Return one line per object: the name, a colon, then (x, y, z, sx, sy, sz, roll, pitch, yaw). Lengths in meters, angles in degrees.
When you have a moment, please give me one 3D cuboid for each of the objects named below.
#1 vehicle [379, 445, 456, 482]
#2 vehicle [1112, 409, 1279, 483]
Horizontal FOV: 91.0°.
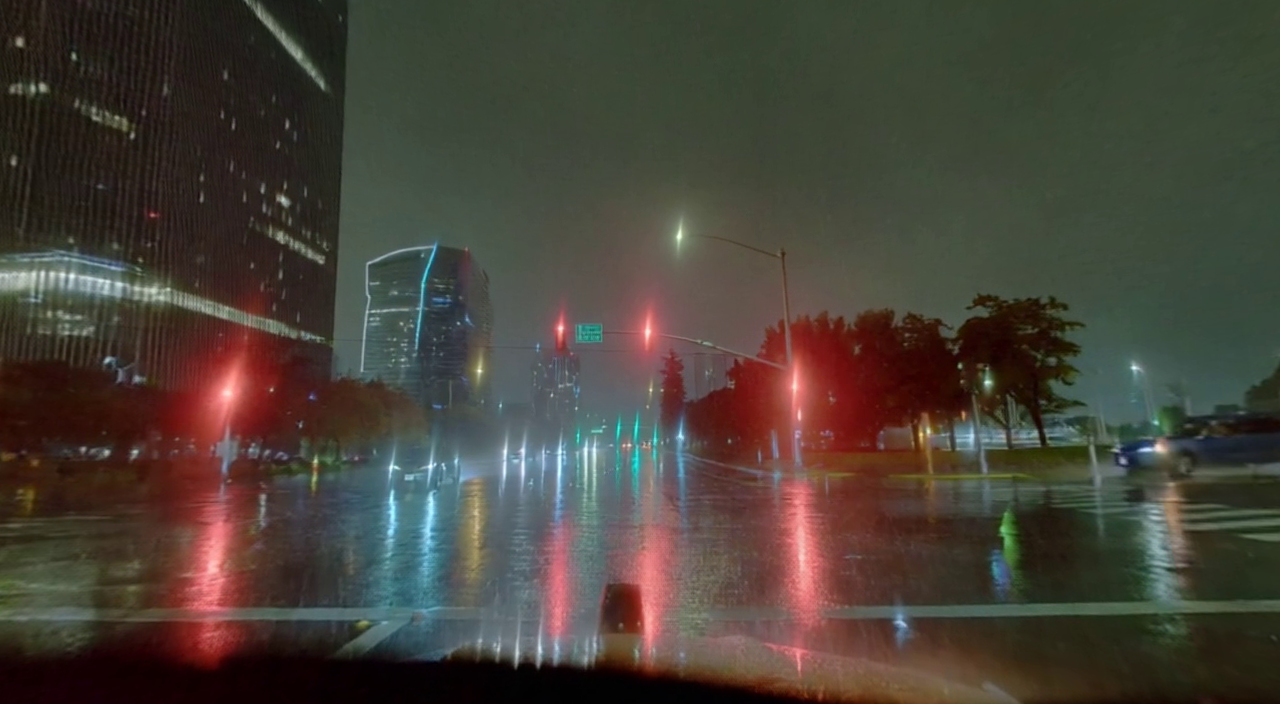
vehicle: (-11.682, 5.864, 33.448, 2.069, 1.771, 4.947, 0, -9, 3)
vehicle: (17.279, 2.760, 18.417, 5.315, 2.004, 1.977, 0, -9, -1)
